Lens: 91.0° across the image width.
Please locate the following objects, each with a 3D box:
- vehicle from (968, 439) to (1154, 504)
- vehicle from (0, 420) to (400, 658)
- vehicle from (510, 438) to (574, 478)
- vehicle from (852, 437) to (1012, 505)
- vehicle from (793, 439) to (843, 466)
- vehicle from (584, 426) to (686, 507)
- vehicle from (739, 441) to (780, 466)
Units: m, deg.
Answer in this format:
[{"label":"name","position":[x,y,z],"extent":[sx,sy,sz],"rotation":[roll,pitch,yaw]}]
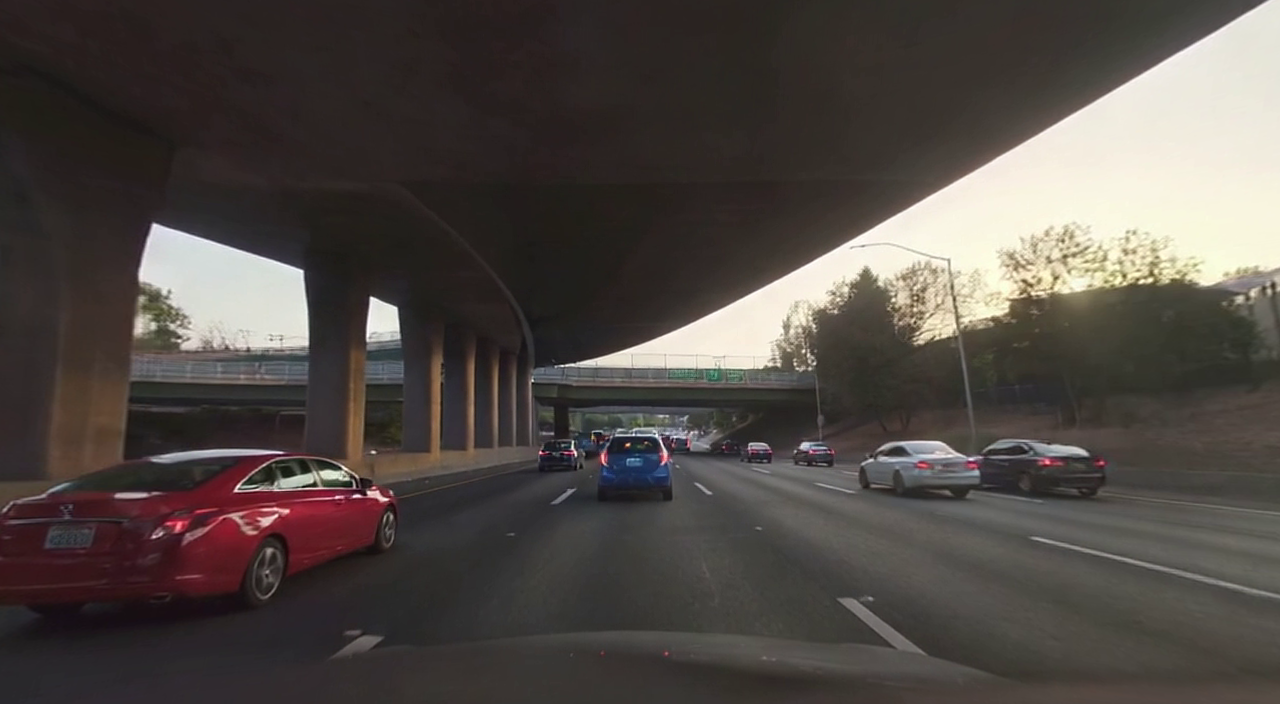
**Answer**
[{"label":"vehicle","position":[11.082,3.155,17.074],"extent":[2.008,1.516,4.385],"rotation":[0,-9,0]},{"label":"vehicle","position":[-4.226,1.513,6.233],"extent":[1.974,1.478,4.412],"rotation":[0,-9,0]},{"label":"vehicle","position":[-4.009,4.429,26.441],"extent":[1.947,1.516,4.295],"rotation":[0,-9,1]},{"label":"vehicle","position":[7.429,3.072,16.684],"extent":[2.049,1.521,4.604],"rotation":[0,-9,0]},{"label":"vehicle","position":[11.613,6.603,41.453],"extent":[1.992,1.625,4.359],"rotation":[1,-9,-1]},{"label":"vehicle","position":[-0.084,2.772,15.613],"extent":[2.181,1.697,4.021],"rotation":[0,-9,1]},{"label":"vehicle","position":[7.560,6.468,40.299],"extent":[1.880,1.526,3.641],"rotation":[1,-9,0]}]
